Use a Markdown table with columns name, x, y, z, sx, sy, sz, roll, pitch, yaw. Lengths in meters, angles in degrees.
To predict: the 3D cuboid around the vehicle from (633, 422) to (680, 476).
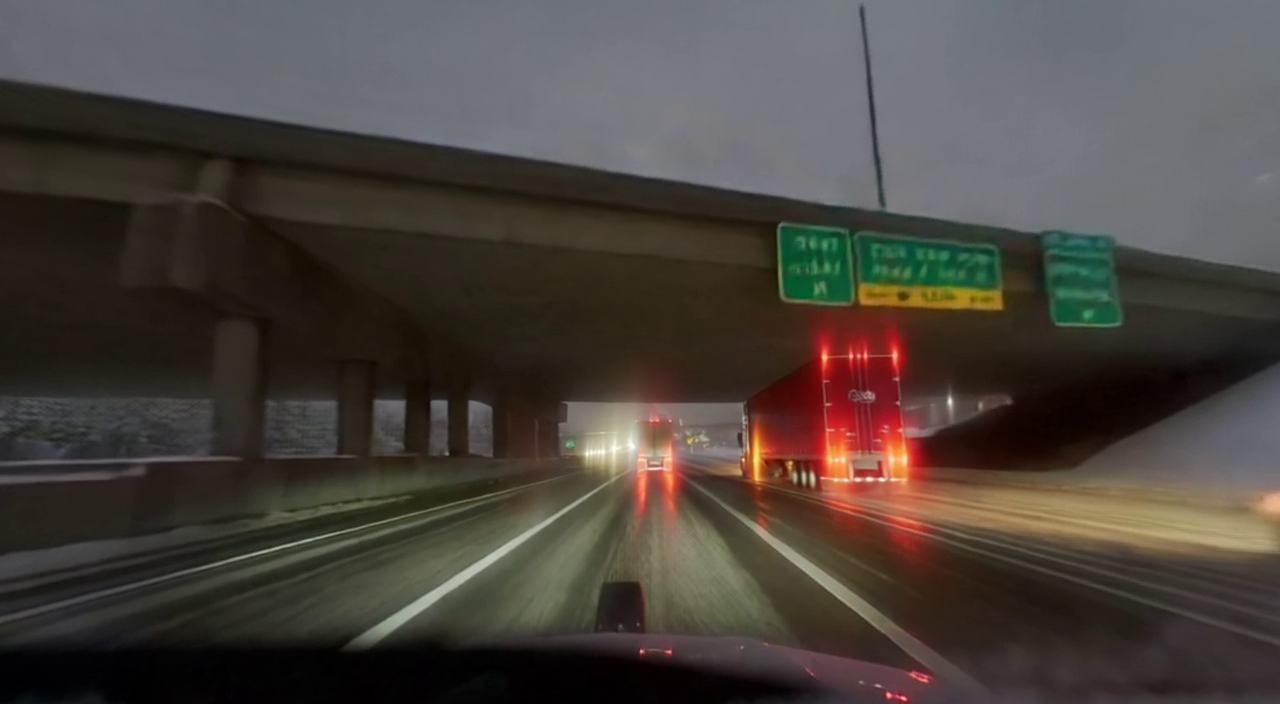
| name | x | y | z | sx | sy | sz | roll | pitch | yaw |
| --- | --- | --- | --- | --- | --- | --- | --- | --- | --- |
| vehicle | 1.348 | 7.692 | 49.990 | 3.244 | 3.713 | 12.155 | -1 | -9 | 2 |
